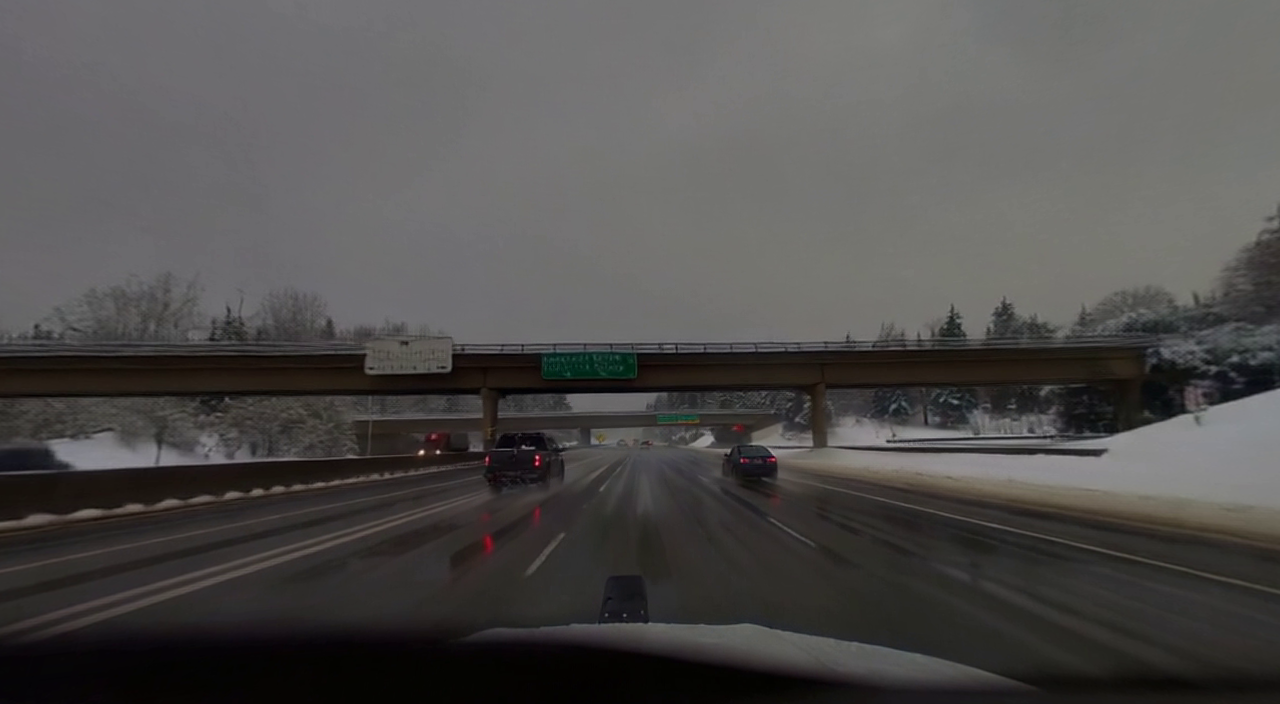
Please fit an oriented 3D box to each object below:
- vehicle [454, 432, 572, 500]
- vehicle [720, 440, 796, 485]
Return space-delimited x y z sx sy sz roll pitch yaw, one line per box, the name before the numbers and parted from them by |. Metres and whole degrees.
vehicle | -3.489 3.254 18.441 2.259 1.706 4.924 0 -8 2
vehicle | 4.235 4.032 23.289 1.908 1.483 4.259 0 -8 -1
